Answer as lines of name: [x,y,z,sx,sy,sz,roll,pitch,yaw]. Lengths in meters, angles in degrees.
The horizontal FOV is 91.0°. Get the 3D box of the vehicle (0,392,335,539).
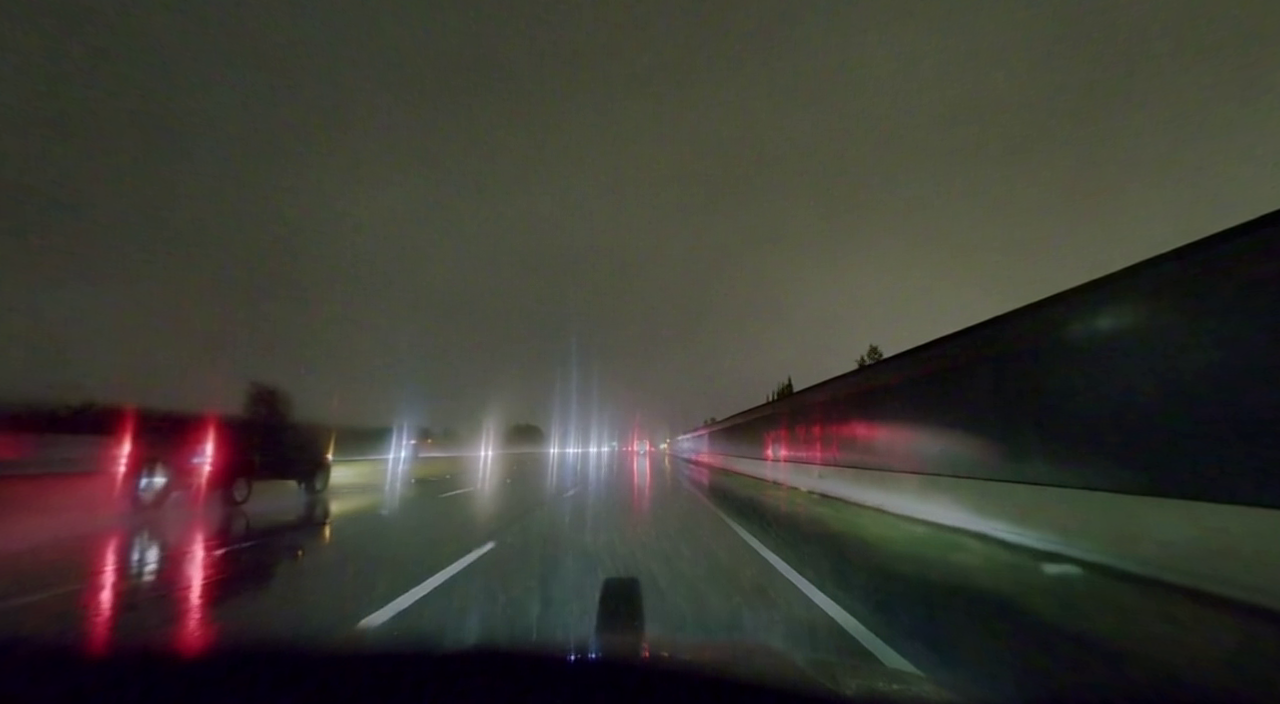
vehicle: [-7.679,1.892,10.971,2.163,1.947,4.959,0,-9,0]
